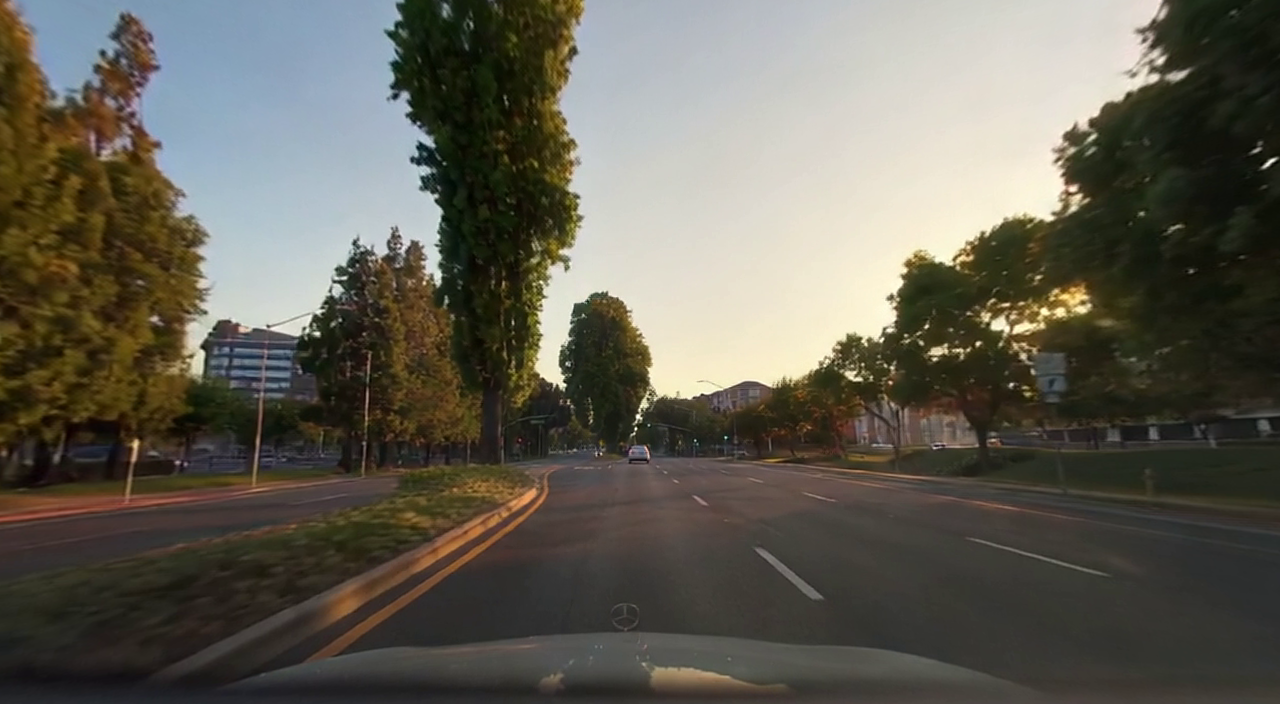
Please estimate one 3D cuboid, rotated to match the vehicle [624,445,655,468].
[{"bbox_3d":[-0.029,7.373,44.552,2.064,1.477,3.968,-1,-9,1],"label":"vehicle"}]
